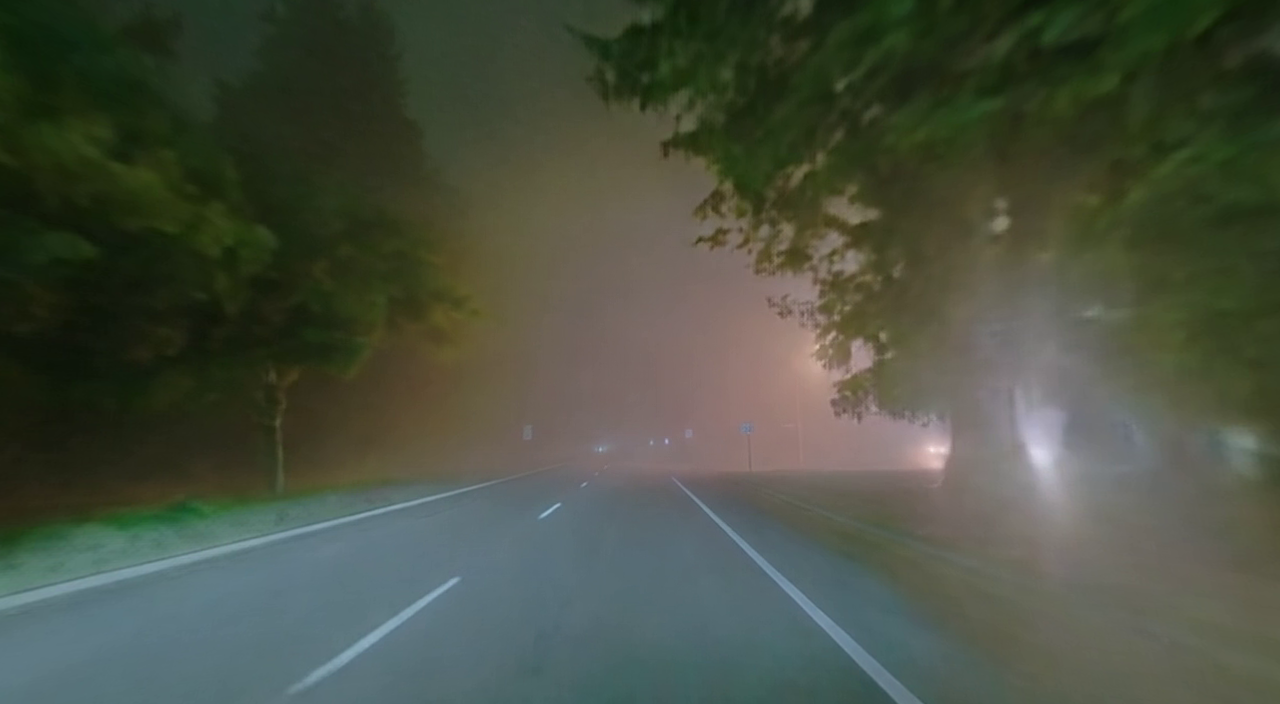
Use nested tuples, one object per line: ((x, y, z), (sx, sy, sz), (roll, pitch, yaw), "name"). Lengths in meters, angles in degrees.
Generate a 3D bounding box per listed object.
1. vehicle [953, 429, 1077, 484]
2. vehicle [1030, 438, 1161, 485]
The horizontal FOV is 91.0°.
((14.361, 4.060, 24.499), (1.855, 1.900, 4.714), (0, -9, -1), "vehicle")
((17.153, 4.136, 23.965), (1.851, 1.566, 3.968), (-1, -9, -2), "vehicle")
